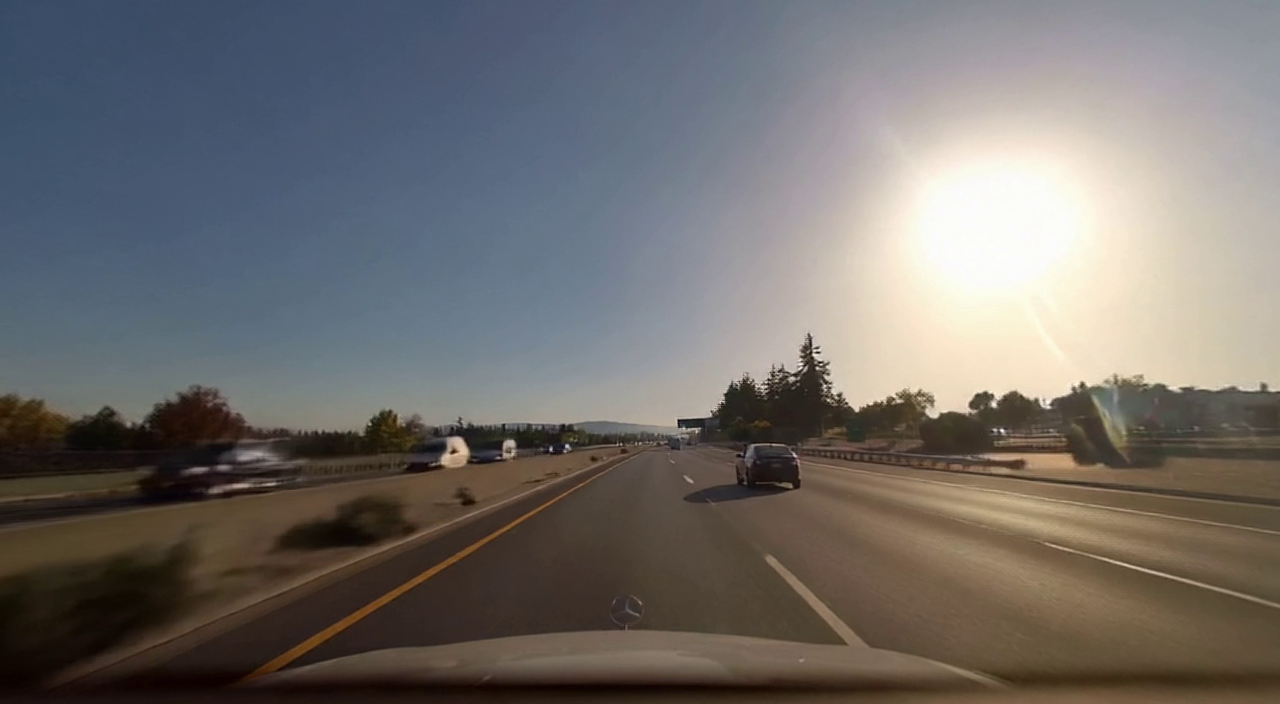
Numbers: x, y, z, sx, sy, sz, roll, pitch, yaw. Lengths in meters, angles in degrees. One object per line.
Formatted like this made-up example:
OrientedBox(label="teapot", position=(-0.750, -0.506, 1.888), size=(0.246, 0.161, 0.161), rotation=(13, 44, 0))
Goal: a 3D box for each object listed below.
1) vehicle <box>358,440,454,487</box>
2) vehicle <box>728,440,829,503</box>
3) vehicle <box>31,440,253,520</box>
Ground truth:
OrientedBox(label="vehicle", position=(-9.117, 4.351, 24.964), size=(2.060, 1.654, 4.362), rotation=(0, -8, 1))
OrientedBox(label="vehicle", position=(3.415, 2.988, 16.227), size=(1.683, 1.400, 3.868), rotation=(0, -8, -1))
OrientedBox(label="vehicle", position=(-12.788, 3.248, 16.674), size=(2.052, 1.784, 4.583), rotation=(0, -8, 1))
